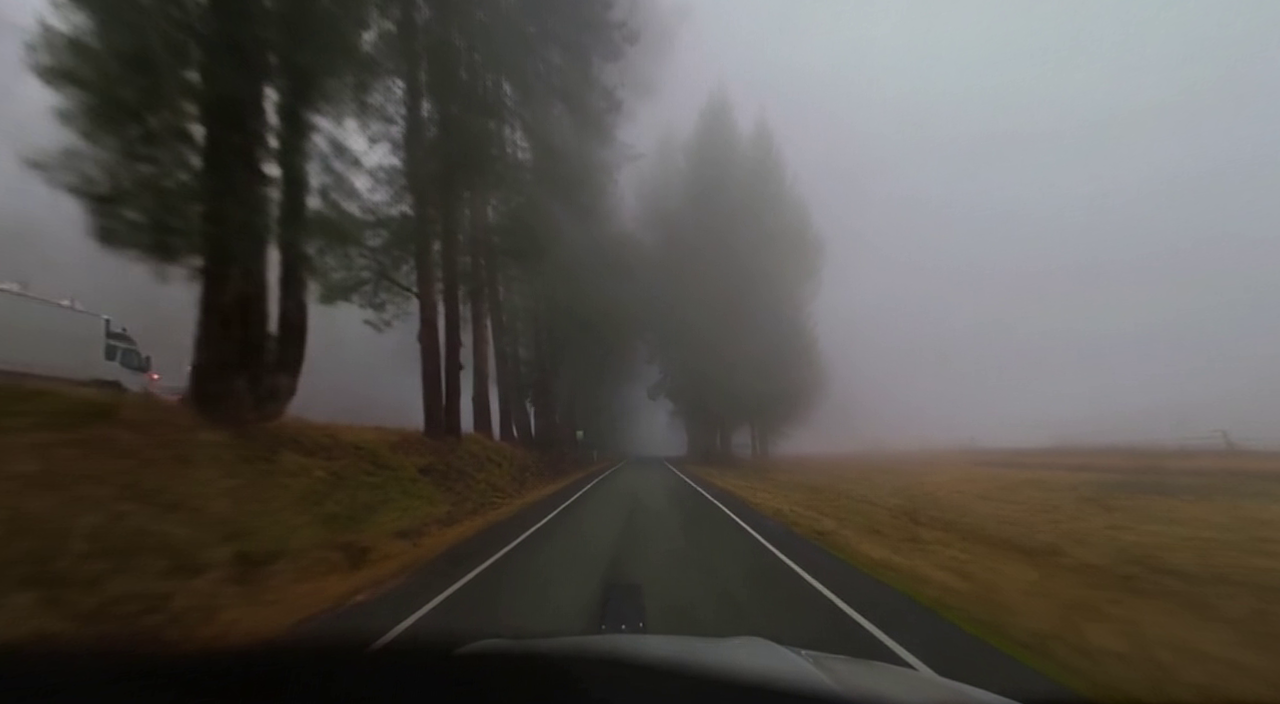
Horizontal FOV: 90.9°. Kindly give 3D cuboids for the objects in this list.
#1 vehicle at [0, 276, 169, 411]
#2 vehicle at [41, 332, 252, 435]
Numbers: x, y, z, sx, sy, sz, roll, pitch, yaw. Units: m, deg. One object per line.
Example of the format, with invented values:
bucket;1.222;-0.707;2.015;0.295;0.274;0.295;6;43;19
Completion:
vehicle;-24.448;-0.738;21.478;3.314;4.163;16.558;-1;-10;3
vehicle;-23.527;1.809;31.004;3.022;4.324;8.607;-1;-6;3
